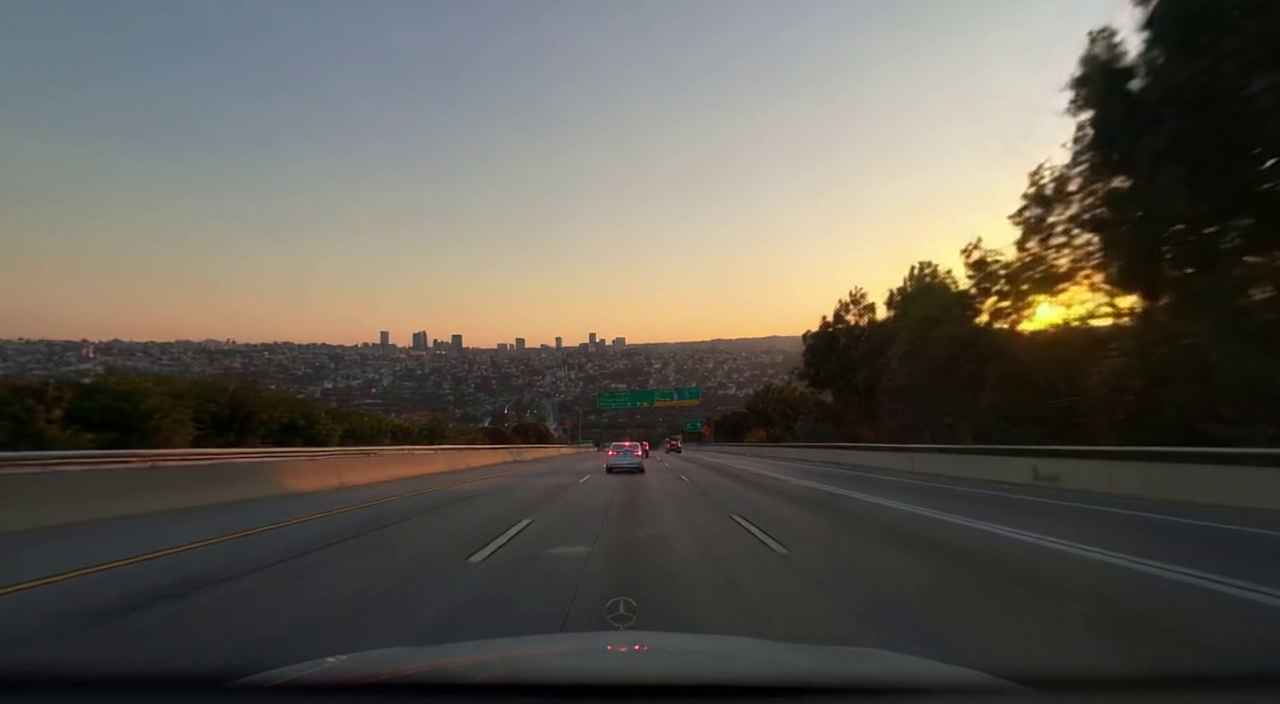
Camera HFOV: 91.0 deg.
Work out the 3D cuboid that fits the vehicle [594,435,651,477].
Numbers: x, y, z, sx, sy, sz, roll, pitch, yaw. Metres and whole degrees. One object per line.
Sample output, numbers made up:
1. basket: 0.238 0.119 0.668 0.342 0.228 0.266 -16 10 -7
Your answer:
1. vehicle: -0.692 4.252 26.031 2.147 1.576 3.964 0 -8 -1
